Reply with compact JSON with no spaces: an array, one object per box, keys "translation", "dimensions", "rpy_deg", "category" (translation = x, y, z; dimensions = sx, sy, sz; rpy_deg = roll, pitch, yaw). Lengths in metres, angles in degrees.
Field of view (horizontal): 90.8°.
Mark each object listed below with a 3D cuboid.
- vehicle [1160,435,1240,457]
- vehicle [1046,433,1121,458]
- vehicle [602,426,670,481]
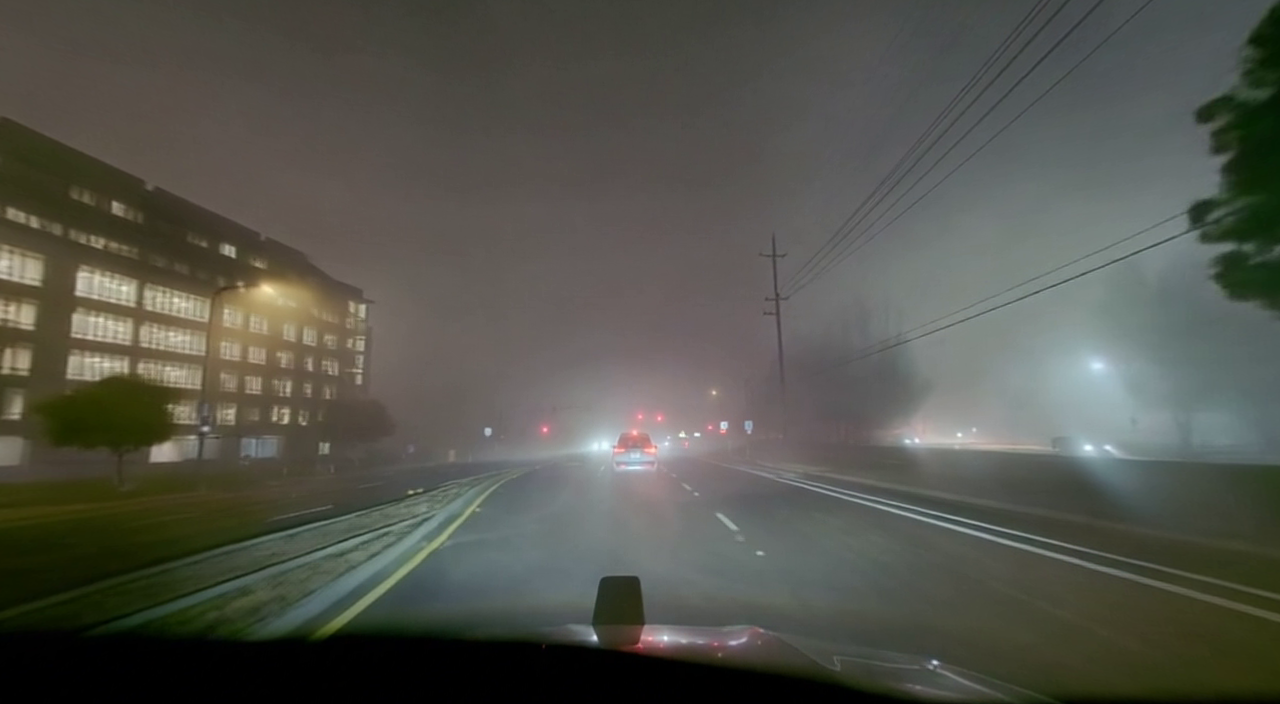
[{"translation":[41.898,7.009,47.400],"dimensions":[1.837,1.455,4.531],"rpy_deg":[-2,-8,1],"category":"vehicle"},{"translation":[32.367,6.842,46.323],"dimensions":[1.961,1.745,4.981],"rpy_deg":[0,-9,1],"category":"vehicle"},{"translation":[-0.134,3.613,22.684],"dimensions":[2.189,1.776,4.342],"rpy_deg":[0,-9,0],"category":"vehicle"}]
